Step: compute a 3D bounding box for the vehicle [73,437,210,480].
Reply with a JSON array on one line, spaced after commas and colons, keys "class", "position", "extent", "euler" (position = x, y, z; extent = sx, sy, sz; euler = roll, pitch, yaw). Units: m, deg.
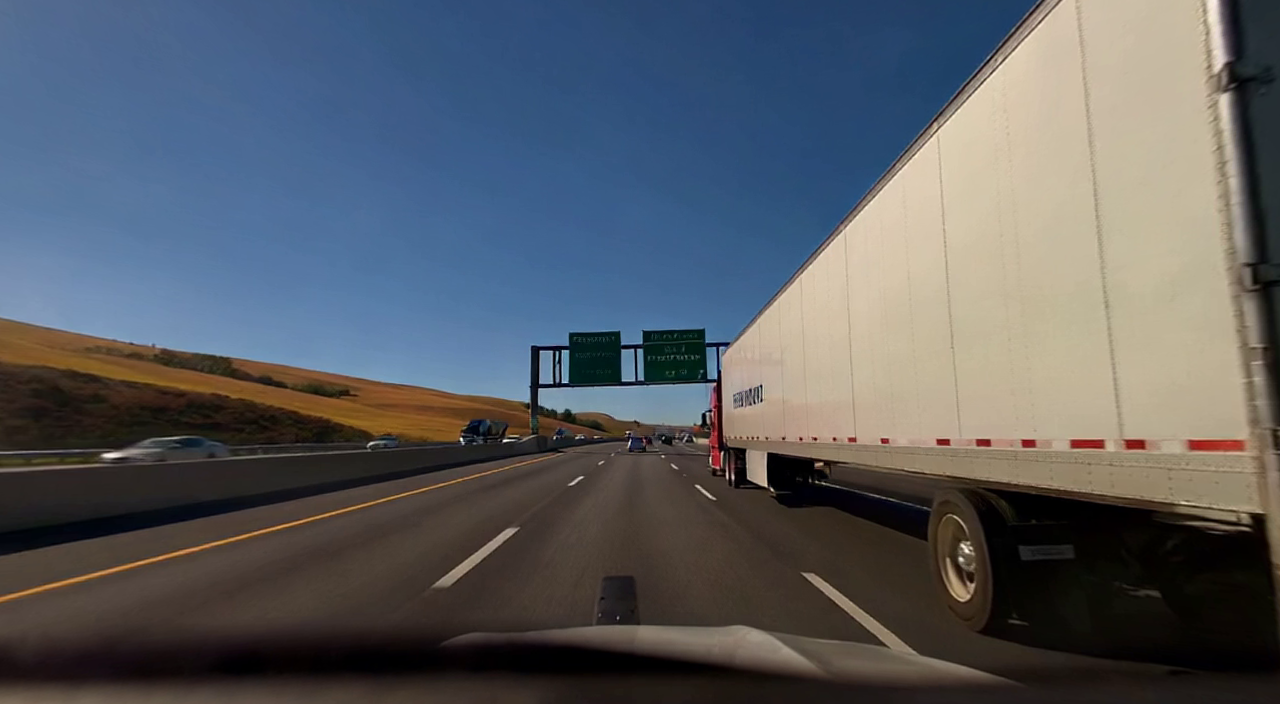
[{"class": "vehicle", "position": [-19.248, 4.095, 24.615], "extent": [1.930, 1.486, 4.185], "euler": [0, -8, -1]}]

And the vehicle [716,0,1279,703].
[{"class": "vehicle", "position": [3.689, 0.516, 9.354], "extent": [2.976, 4.077, 14.571], "euler": [0, -8, -1]}]
